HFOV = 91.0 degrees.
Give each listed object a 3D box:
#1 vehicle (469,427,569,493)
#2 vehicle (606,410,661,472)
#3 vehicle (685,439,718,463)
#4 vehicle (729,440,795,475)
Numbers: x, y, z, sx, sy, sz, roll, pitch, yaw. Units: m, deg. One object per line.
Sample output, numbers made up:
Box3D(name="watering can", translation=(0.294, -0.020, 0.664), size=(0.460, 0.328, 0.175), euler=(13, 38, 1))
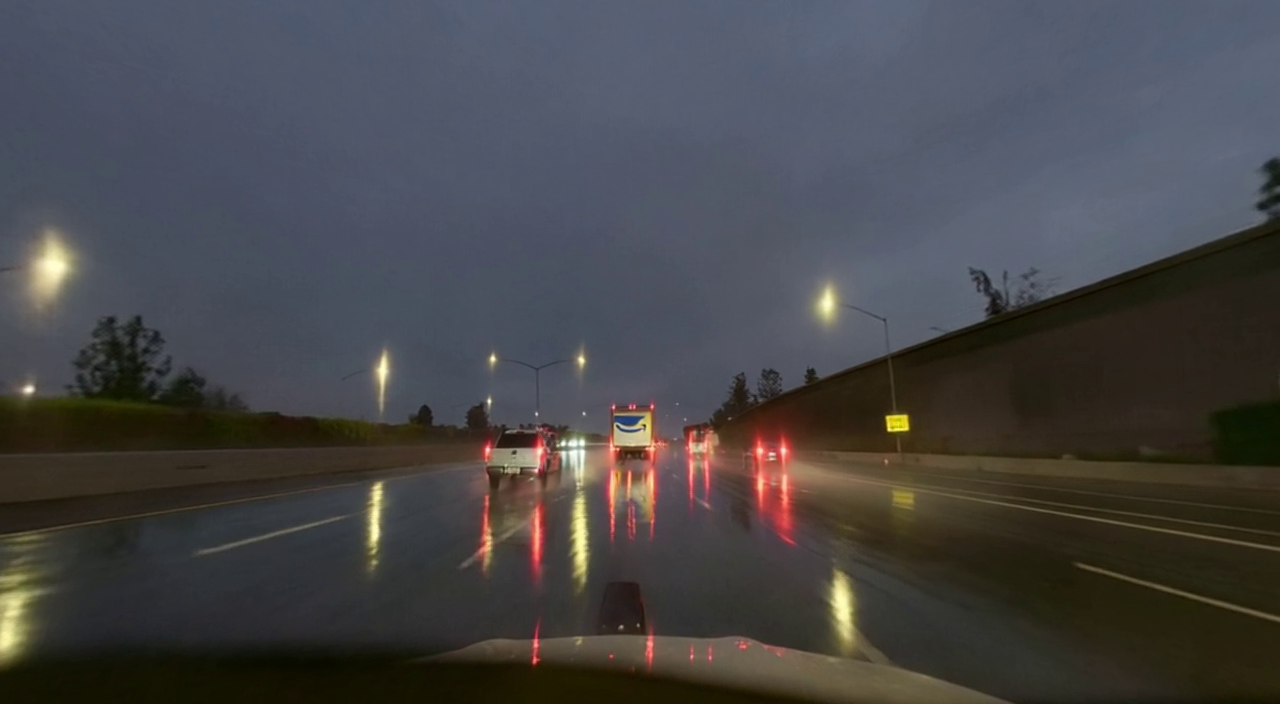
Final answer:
Box3D(name="vehicle", translation=(-3.435, 3.166, 18.741), size=(2.095, 1.688, 4.188), euler=(0, -9, 1))
Box3D(name="vehicle", translation=(-0.301, 4.428, 31.159), size=(2.456, 2.705, 6.251), euler=(1, -9, 0))
Box3D(name="vehicle", translation=(4.537, 7.349, 46.690), size=(2.067, 1.654, 3.985), euler=(0, -9, 0))
Box3D(name="vehicle", translation=(5.572, 4.886, 29.387), size=(1.970, 1.499, 4.491), euler=(1, -9, -3))
